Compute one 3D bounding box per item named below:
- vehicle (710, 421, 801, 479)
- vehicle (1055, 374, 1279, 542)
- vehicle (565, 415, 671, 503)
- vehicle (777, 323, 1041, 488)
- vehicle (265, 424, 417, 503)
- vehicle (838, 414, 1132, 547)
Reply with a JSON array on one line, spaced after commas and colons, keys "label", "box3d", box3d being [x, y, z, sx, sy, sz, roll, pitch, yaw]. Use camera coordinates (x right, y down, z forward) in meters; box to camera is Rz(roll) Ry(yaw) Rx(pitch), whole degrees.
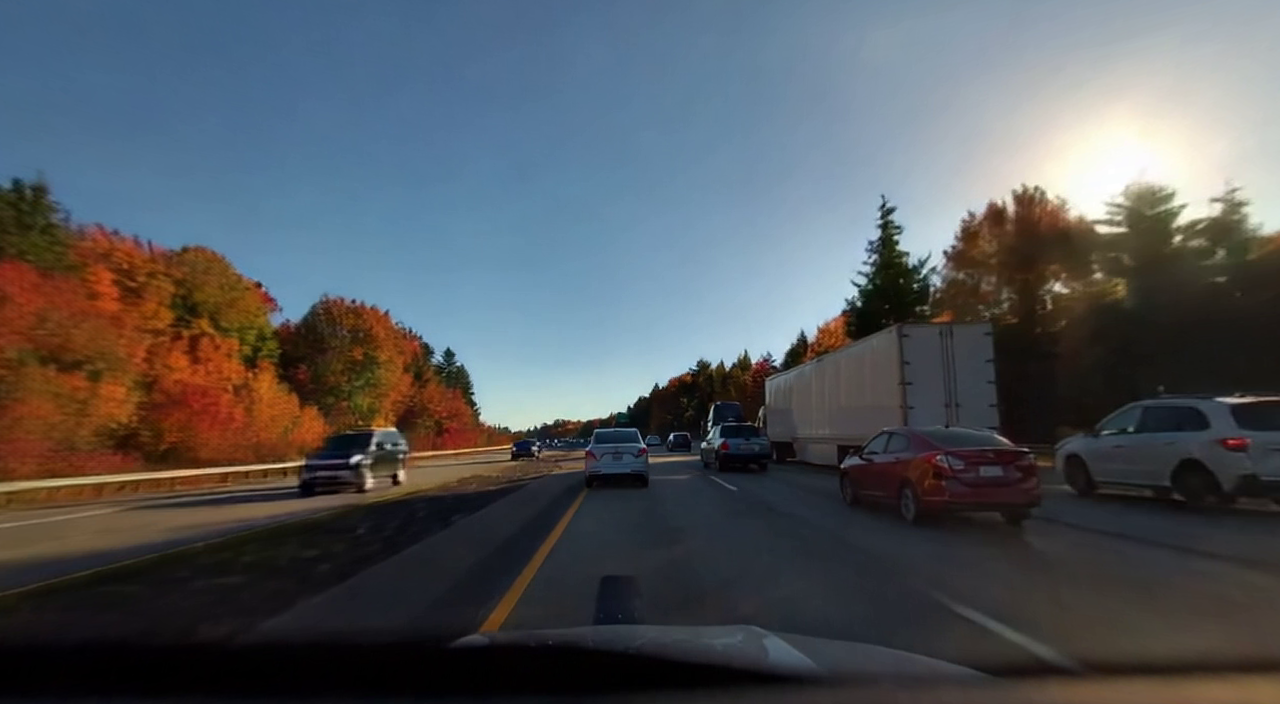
[{"label": "vehicle", "box3d": [3.648, 3.177, 20.674, 2.147, 1.707, 3.963, 0, -8, -2]}, {"label": "vehicle", "box3d": [8.571, 1.445, 8.885, 2.116, 1.965, 4.691, 0, -8, -1]}, {"label": "vehicle", "box3d": [-0.474, 2.416, 14.689, 2.087, 1.709, 4.455, 0, -8, -1]}, {"label": "vehicle", "box3d": [8.188, 2.232, 22.662, 2.908, 4.099, 14.103, 0, -8, -2]}, {"label": "vehicle", "box3d": [-8.054, 3.016, 17.511, 2.152, 1.903, 4.339, 0, -8, -1]}, {"label": "vehicle", "box3d": [4.659, 1.764, 9.380, 2.040, 1.523, 4.068, 0, -8, -1]}]
